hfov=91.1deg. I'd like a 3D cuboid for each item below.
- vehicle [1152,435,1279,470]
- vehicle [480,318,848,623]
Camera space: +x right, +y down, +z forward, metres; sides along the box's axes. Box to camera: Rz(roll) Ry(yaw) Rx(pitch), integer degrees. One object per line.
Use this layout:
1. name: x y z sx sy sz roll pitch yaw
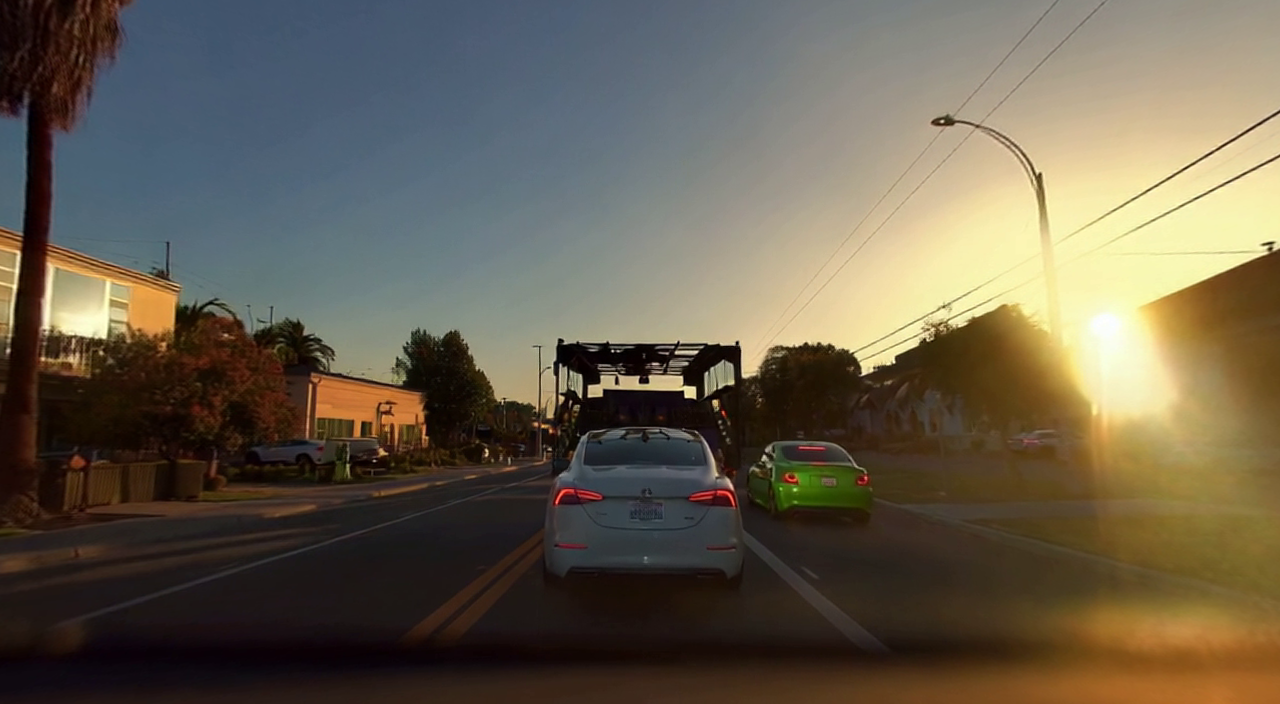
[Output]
1. vehicle: 28.570 4.985 31.367 4.193 1.633 1.928 -4 -9 26
2. vehicle: 0.172 1.345 8.041 2.728 2.305 6.506 0 -8 0
